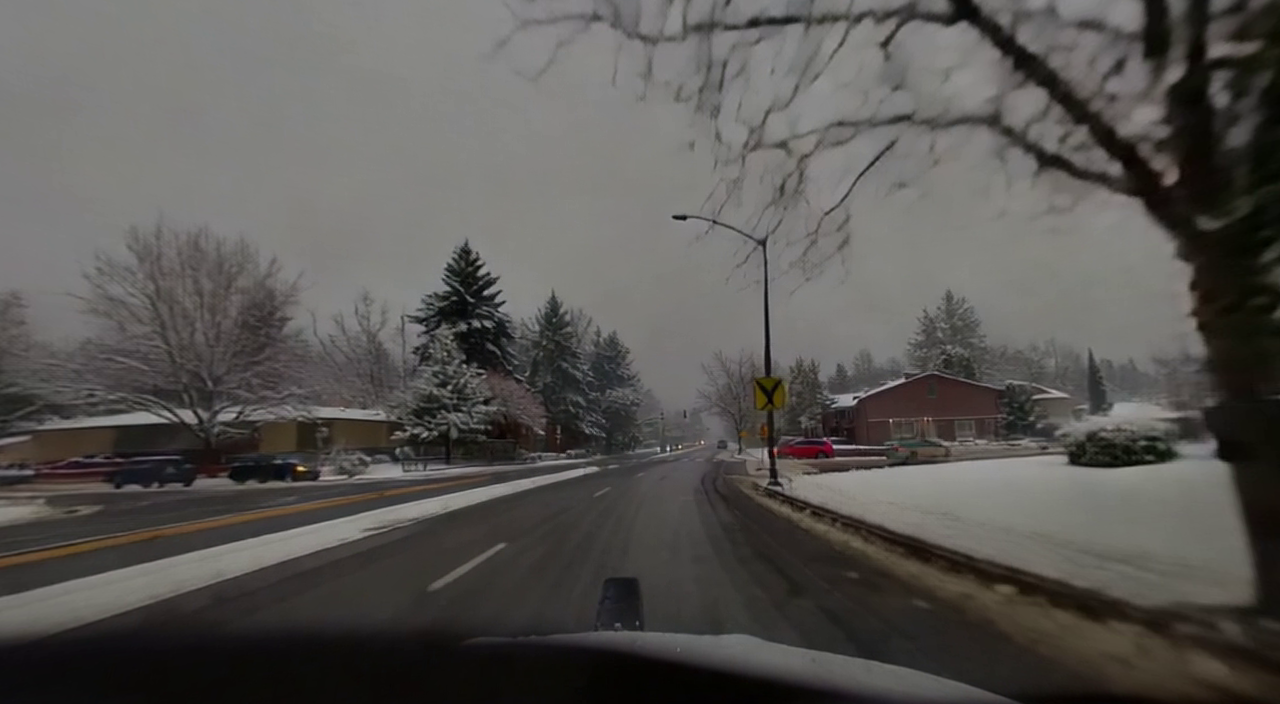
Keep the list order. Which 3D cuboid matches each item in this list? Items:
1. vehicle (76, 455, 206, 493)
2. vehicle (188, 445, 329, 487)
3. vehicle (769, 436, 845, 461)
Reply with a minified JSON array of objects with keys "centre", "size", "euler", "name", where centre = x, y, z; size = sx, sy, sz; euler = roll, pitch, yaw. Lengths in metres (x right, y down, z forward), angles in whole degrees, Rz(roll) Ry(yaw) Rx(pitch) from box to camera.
[{"centre":[-26.006,6.342,33.117],"size":[4.861,1.784,1.947],"euler":[1,-9,-10],"name":"vehicle"},{"centre":[-20.397,6.079,34.060],"size":[5.938,2.098,2.333],"euler":[1,-9,-10],"name":"vehicle"},{"centre":[12.024,6.946,45.551],"size":[4.906,1.729,2.414],"euler":[-4,-9,24],"name":"vehicle"}]
